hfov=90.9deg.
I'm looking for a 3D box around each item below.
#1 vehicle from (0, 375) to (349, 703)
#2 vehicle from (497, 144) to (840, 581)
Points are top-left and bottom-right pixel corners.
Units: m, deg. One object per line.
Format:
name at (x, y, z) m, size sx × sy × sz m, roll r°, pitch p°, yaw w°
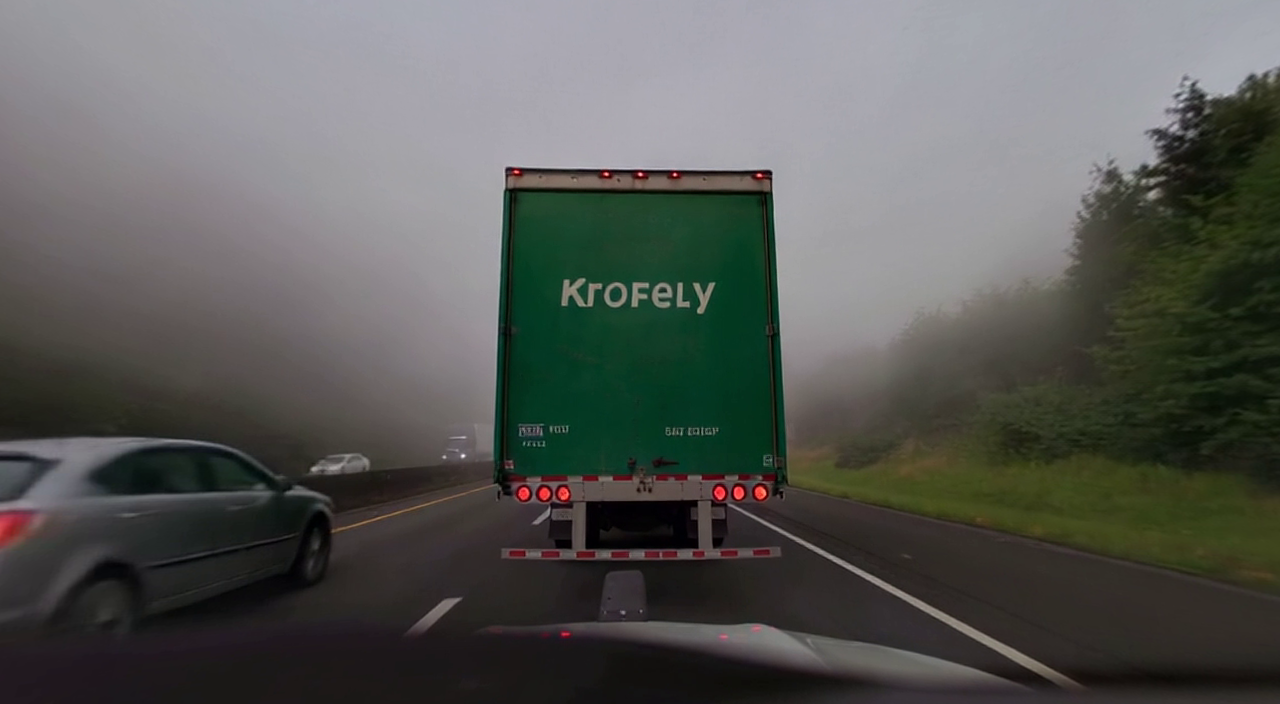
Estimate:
vehicle at (-3.819, 1.084, 3.814) m, size 2.095 × 1.600 × 4.247 m, roll 0°, pitch -9°, yaw -1°
vehicle at (0.125, 1.113, 13.387) m, size 3.230 × 4.377 × 14.405 m, roll 0°, pitch -9°, yaw -1°
